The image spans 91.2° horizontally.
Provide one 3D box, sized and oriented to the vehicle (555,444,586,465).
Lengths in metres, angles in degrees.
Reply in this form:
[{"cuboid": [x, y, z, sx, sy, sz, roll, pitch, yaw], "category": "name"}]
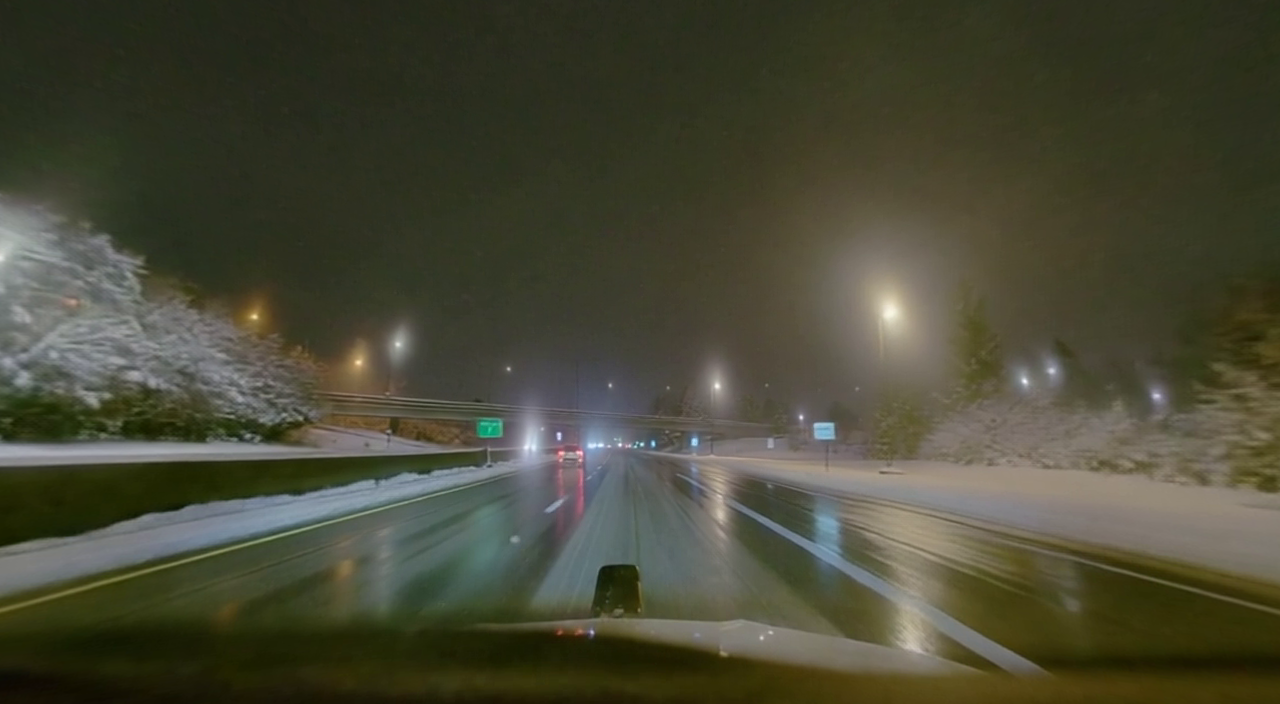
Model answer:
[{"cuboid": [-5.328, 7.931, 48.426, 2.008, 1.521, 4.129, 0, -9, -1], "category": "vehicle"}]
